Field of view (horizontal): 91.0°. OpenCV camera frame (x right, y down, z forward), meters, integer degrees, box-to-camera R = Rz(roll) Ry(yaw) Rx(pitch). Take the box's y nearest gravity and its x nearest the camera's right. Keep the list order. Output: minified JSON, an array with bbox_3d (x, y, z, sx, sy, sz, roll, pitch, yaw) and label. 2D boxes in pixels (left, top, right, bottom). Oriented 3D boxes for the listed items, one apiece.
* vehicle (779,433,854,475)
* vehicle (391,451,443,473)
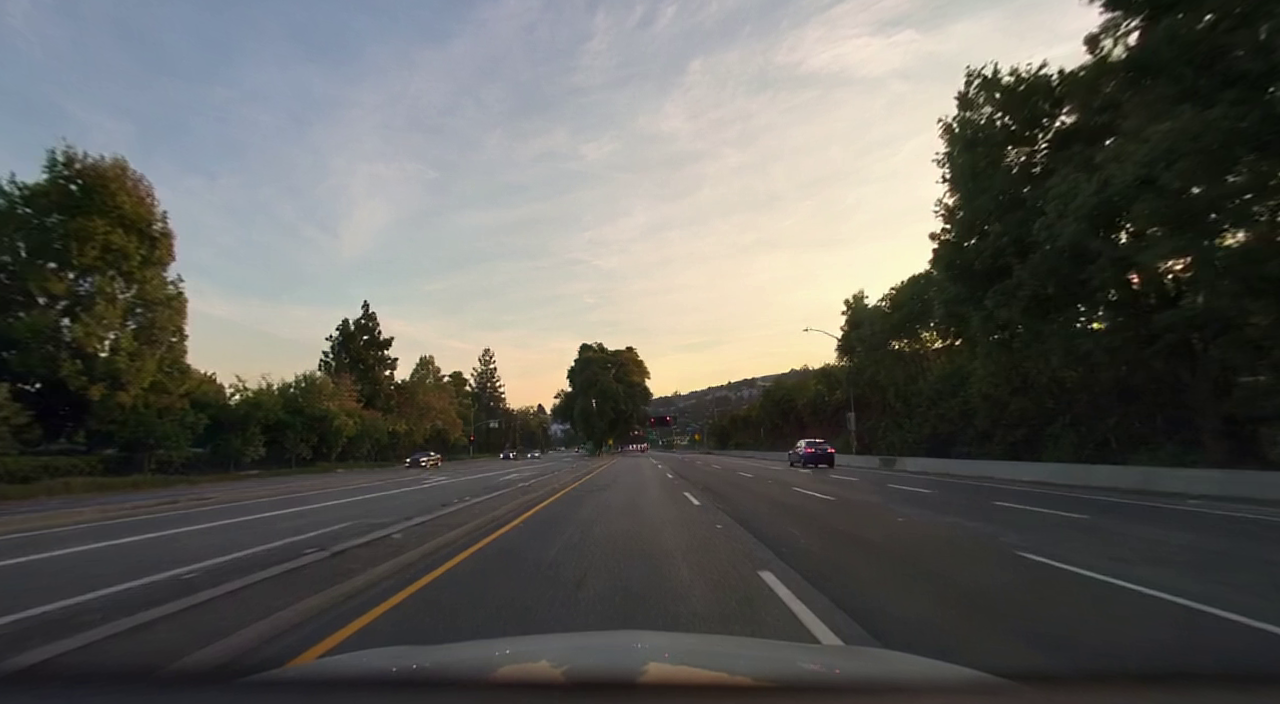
[{"bbox_3d":[8.268,4.817,29.988,2.170,1.830,4.720,0,-9,0],"label":"vehicle"},{"bbox_3d":[-15.664,7.736,44.500,1.889,1.463,4.690,0,-9,1],"label":"vehicle"}]
